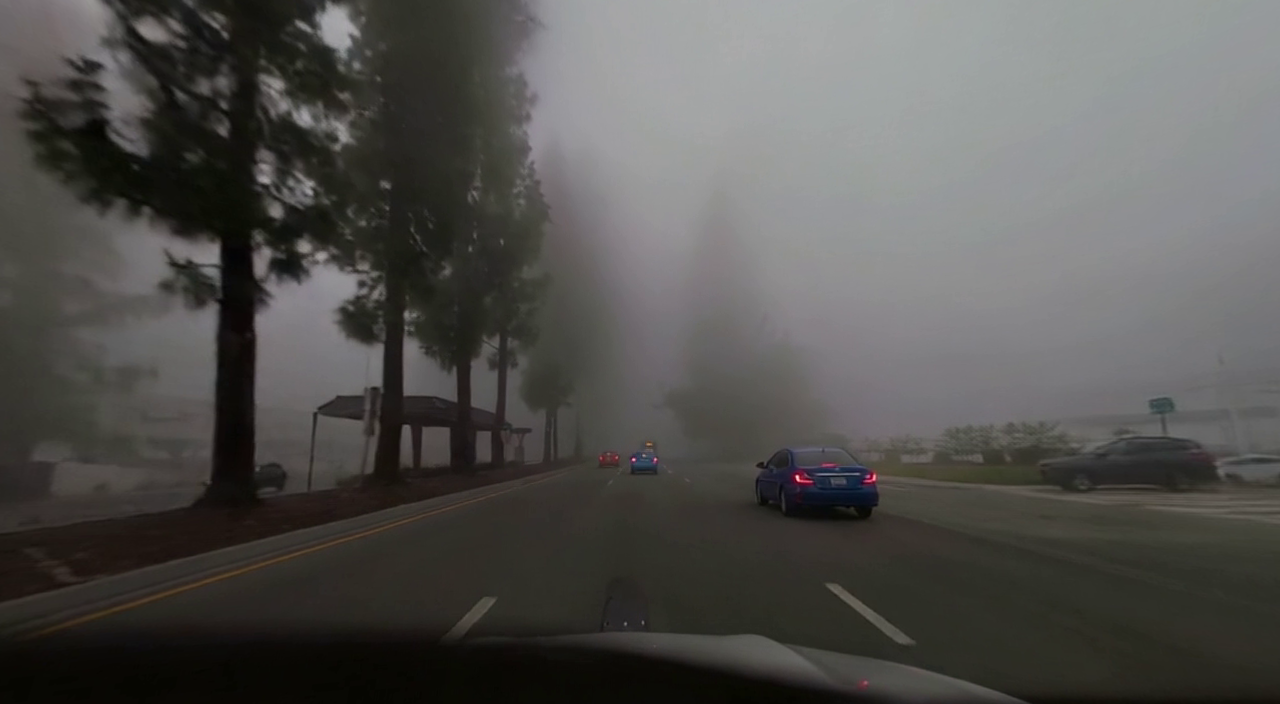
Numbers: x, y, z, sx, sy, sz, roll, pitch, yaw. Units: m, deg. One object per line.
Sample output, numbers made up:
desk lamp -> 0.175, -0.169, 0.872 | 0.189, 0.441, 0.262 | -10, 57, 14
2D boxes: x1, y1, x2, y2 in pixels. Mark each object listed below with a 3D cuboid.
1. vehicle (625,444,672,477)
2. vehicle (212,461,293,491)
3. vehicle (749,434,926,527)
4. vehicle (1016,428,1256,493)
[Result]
vehicle -> 0.400, 5.286, 30.933 | 2.144, 1.505, 4.128 | 0, -9, 0
vehicle -> -21.130, 6.759, 34.598 | 1.708, 1.455, 4.281 | 0, -9, 0
vehicle -> 3.597, 2.418, 12.464 | 2.067, 1.497, 4.327 | 0, -9, 0
vehicle -> 13.857, 3.076, 18.005 | 4.718, 1.686, 2.272 | -2, -9, 12
